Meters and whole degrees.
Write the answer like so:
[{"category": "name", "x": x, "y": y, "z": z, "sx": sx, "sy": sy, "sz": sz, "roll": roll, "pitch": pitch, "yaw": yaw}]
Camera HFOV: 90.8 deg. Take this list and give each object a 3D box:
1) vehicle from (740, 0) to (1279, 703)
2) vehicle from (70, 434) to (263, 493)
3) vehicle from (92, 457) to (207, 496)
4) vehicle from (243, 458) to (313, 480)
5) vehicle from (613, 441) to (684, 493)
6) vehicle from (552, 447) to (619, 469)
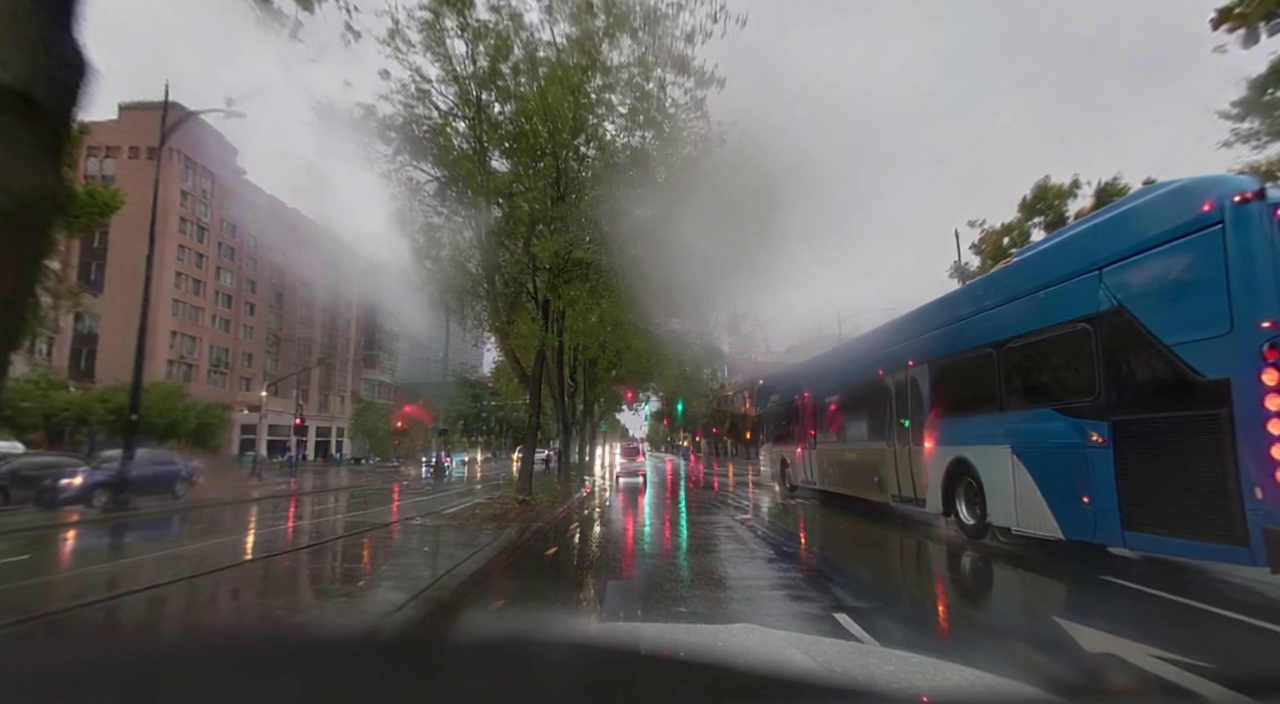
[{"category": "vehicle", "x": 3.423, "y": 0.117, "z": 4.102, "sx": 3.250, "sy": 3.731, "sz": 13.693, "roll": 0, "pitch": -8, "yaw": 0}, {"category": "vehicle", "x": -29.251, "y": 6.897, "z": 39.627, "sx": 9.150, "sy": 3.310, "sz": 2.988, "roll": 6, "pitch": -12, "yaw": -37}, {"category": "vehicle", "x": -26.014, "y": 6.545, "z": 33.600, "sx": 4.570, "sy": 1.858, "sz": 1.942, "roll": 7, "pitch": -11, "yaw": -40}, {"category": "vehicle", "x": -27.563, "y": 8.889, "z": 48.184, "sx": 4.483, "sy": 1.461, "sz": 1.773, "roll": 5, "pitch": -10, "yaw": -29}, {"category": "vehicle", "x": 0.310, "y": 3.801, "z": 21.184, "sx": 2.123, "sy": 1.544, "sz": 4.158, "roll": 0, "pitch": -8, "yaw": 1}, {"category": "vehicle", "x": -3.776, "y": 7.338, "z": 43.879, "sx": 4.417, "sy": 1.490, "sz": 1.816, "roll": -5, "pitch": -10, "yaw": 31}]
